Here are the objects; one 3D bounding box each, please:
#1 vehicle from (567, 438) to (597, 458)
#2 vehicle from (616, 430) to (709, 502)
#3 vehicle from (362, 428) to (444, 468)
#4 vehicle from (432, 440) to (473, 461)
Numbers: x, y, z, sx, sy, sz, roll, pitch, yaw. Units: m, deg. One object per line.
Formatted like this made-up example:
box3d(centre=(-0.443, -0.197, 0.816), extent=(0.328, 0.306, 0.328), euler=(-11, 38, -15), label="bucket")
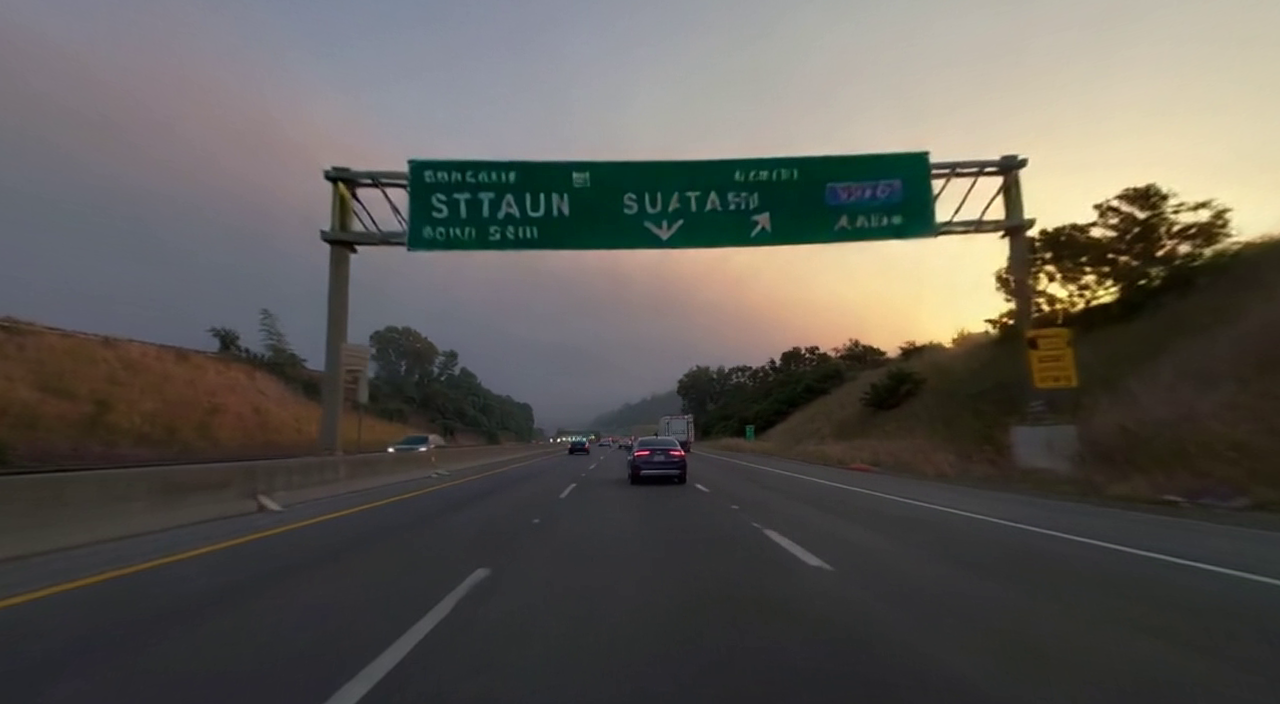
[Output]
box3d(centre=(-4.496, 7.491, 49.540), extent=(2.055, 1.466, 4.317), euler=(0, -8, -1), label="vehicle")
box3d(centre=(0.388, 2.720, 15.685), extent=(1.961, 1.495, 4.743), euler=(0, -8, -2), label="vehicle")
box3d(centre=(-11.778, 4.794, 31.715), extent=(2.296, 1.836, 4.901), euler=(0, -8, -1), label="vehicle")
box3d(centre=(-14.532, 7.613, 48.981), extent=(1.799, 1.458, 4.337), euler=(0, -8, 1), label="vehicle")
